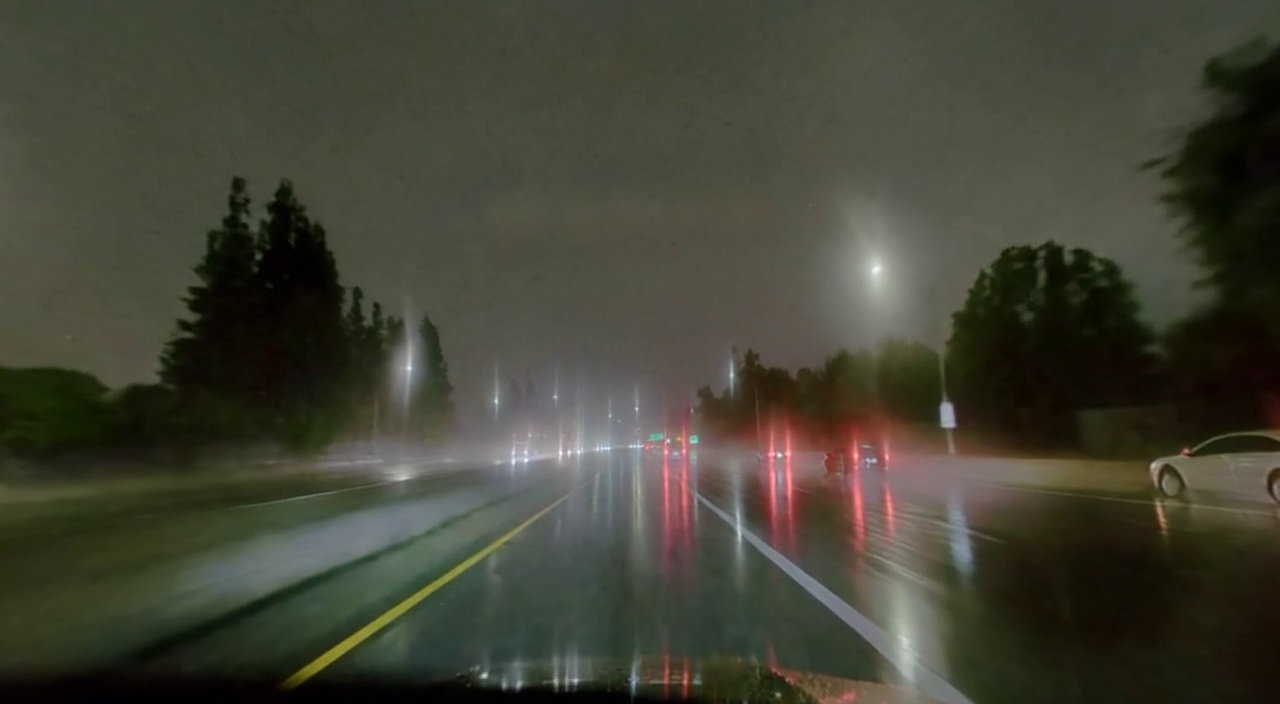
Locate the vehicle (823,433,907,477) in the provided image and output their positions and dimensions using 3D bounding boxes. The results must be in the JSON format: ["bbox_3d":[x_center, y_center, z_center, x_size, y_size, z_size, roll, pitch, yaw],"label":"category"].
[{"bbox_3d":[10.236,4.720,29.118,2.098,1.820,4.505,0,-9,-1],"label":"vehicle"}]

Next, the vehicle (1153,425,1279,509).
[{"bbox_3d":[14.076,2.484,13.787,1.957,1.709,4.387,0,-9,-1],"label":"vehicle"}]

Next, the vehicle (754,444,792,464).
[{"bbox_3d":[10.449,8.014,49.838,1.931,1.479,4.183,0,-9,-2],"label":"vehicle"}]
